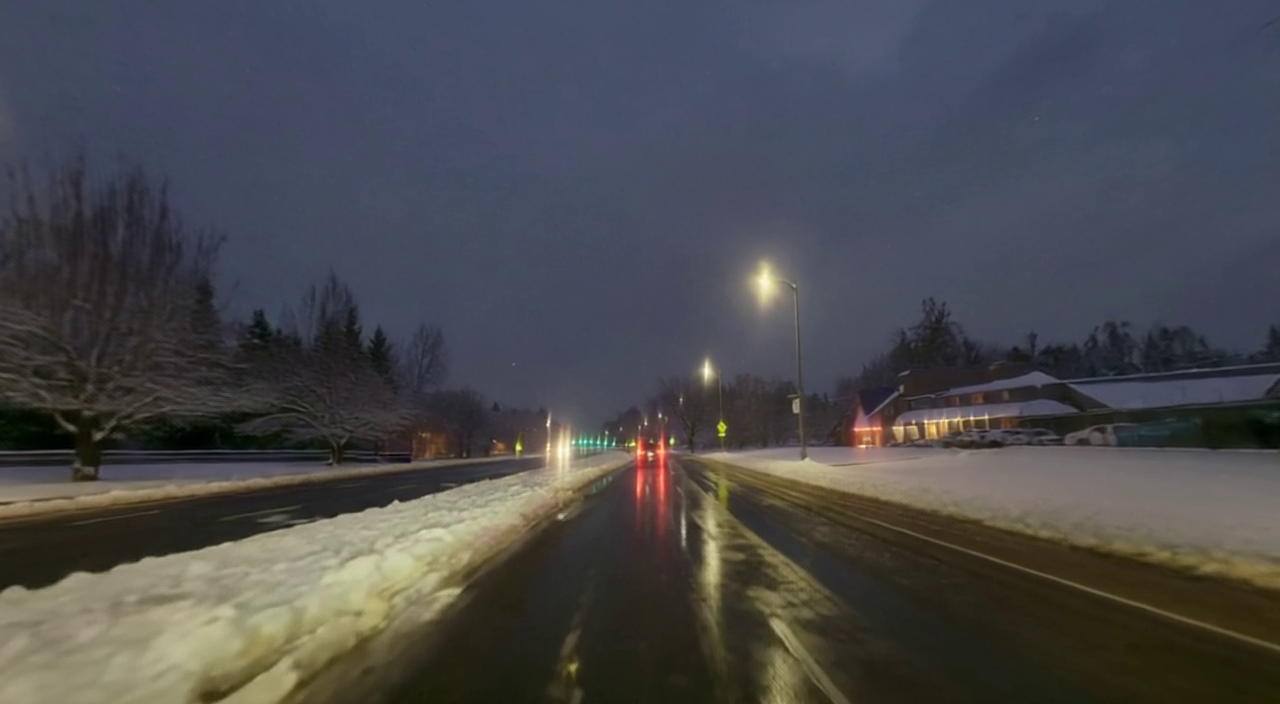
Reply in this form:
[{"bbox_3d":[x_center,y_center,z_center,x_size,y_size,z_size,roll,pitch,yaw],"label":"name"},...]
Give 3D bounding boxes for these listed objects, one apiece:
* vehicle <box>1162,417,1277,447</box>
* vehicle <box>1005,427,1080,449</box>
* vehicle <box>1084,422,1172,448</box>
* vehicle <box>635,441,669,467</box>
[{"bbox_3d":[29.816,4.193,32.704,1.762,1.463,4.144,1,-9,-7],"label":"vehicle"},{"bbox_3d":[28.010,6.061,44.142,1.847,1.451,4.470,1,-9,-8],"label":"vehicle"},{"bbox_3d":[29.127,5.020,37.864,1.791,1.448,4.027,1,-9,-6],"label":"vehicle"},{"bbox_3d":[0.788,6.799,42.228,2.158,1.600,3.865,0,-8,0],"label":"vehicle"}]
